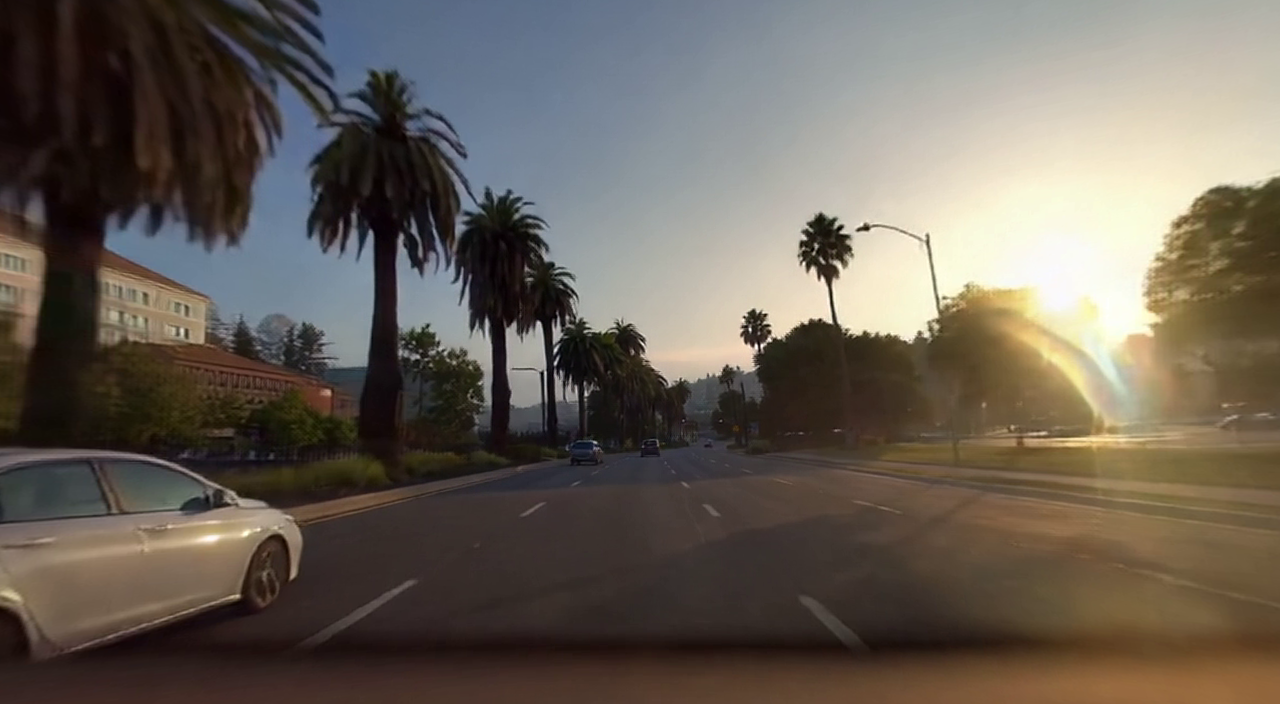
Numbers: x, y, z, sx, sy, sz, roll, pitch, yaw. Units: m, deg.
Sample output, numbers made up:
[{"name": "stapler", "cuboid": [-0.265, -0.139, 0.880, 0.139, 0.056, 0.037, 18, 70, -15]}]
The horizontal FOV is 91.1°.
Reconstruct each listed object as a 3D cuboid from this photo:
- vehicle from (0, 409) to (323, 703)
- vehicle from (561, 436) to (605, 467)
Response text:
[{"name": "vehicle", "cuboid": [-3.670, 1.008, 2.756, 2.036, 1.478, 4.771, 0, -8, 0]}, {"name": "vehicle", "cuboid": [-3.569, 6.336, 40.216, 2.188, 1.819, 4.667, -1, -8, 3]}]
